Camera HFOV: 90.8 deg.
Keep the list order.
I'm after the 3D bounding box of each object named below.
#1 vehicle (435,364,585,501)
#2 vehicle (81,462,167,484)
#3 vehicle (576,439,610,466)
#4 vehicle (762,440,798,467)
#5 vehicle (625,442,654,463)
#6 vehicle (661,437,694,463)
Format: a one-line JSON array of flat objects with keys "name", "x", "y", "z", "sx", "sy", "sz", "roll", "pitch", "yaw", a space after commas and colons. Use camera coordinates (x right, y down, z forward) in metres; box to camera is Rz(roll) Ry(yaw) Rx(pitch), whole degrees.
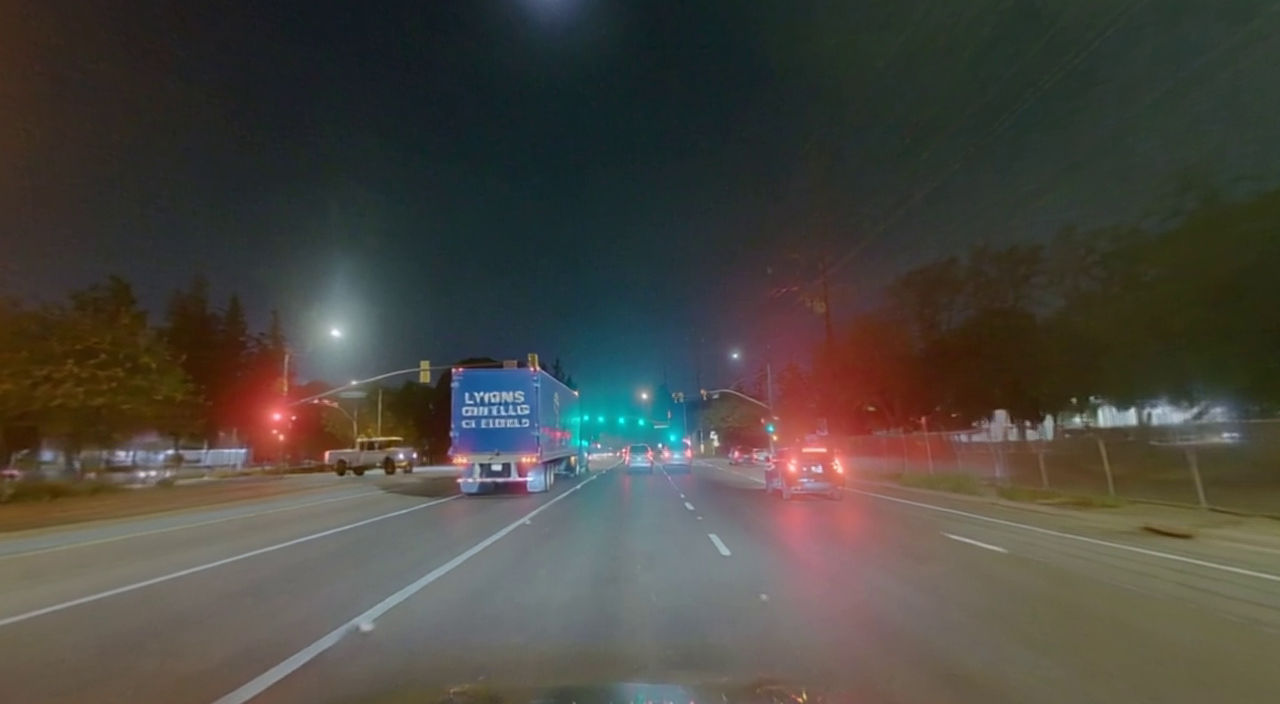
[{"name": "vehicle", "x": -3.519, "y": 2.588, "z": 19.623, "sx": 2.889, "sy": 3.347, "sz": 8.285, "roll": 0, "pitch": -9, "yaw": 0}, {"name": "vehicle", "x": -40.551, "y": 9.524, "z": 49.755, "sx": 4.718, "sy": 1.630, "sz": 2.087, "roll": 2, "pitch": -9, "yaw": -12}, {"name": "vehicle", "x": -3.271, "y": 7.079, "z": 44.538, "sx": 1.994, "sy": 1.806, "sz": 4.564, "roll": 0, "pitch": -9, "yaw": 0}, {"name": "vehicle", "x": 9.289, "y": 6.693, "z": 41.777, "sx": 2.102, "sy": 1.662, "sz": 4.533, "roll": -2, "pitch": -9, "yaw": 13}, {"name": "vehicle", "x": -0.087, "y": 7.594, "z": 47.584, "sx": 2.117, "sy": 1.499, "sz": 4.036, "roll": 0, "pitch": -9, "yaw": -1}, {"name": "vehicle", "x": 2.822, "y": 7.546, "z": 48.635, "sx": 2.086, "sy": 1.849, "sz": 4.607, "roll": 0, "pitch": -9, "yaw": -1}]
